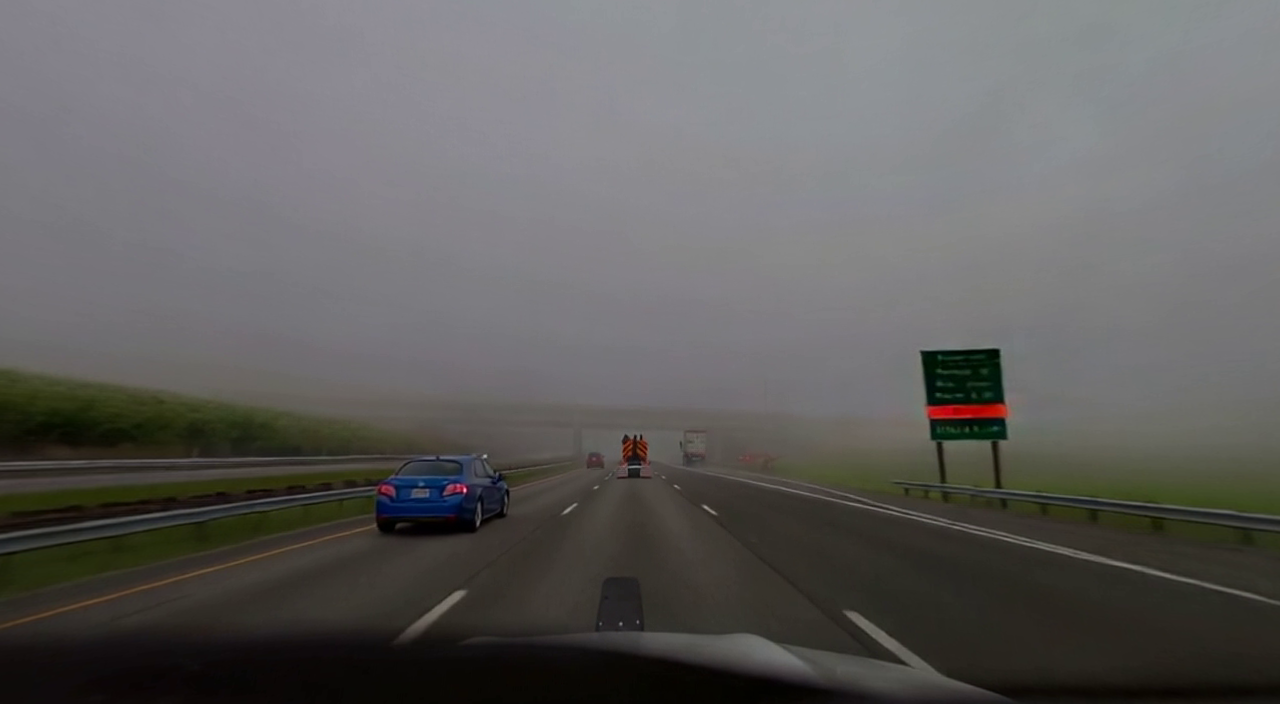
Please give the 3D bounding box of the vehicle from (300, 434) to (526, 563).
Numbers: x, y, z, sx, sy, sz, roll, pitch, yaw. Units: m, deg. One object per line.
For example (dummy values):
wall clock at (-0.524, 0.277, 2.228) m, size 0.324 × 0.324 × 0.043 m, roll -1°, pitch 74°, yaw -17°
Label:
vehicle at (-3.317, 2.220, 10.315) m, size 2.088 × 1.643 × 4.215 m, roll 0°, pitch -9°, yaw 0°

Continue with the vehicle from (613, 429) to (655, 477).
vehicle at (-0.508, 6.997, 43.779) m, size 2.672 × 3.056 × 6.900 m, roll 0°, pitch -9°, yaw -2°
